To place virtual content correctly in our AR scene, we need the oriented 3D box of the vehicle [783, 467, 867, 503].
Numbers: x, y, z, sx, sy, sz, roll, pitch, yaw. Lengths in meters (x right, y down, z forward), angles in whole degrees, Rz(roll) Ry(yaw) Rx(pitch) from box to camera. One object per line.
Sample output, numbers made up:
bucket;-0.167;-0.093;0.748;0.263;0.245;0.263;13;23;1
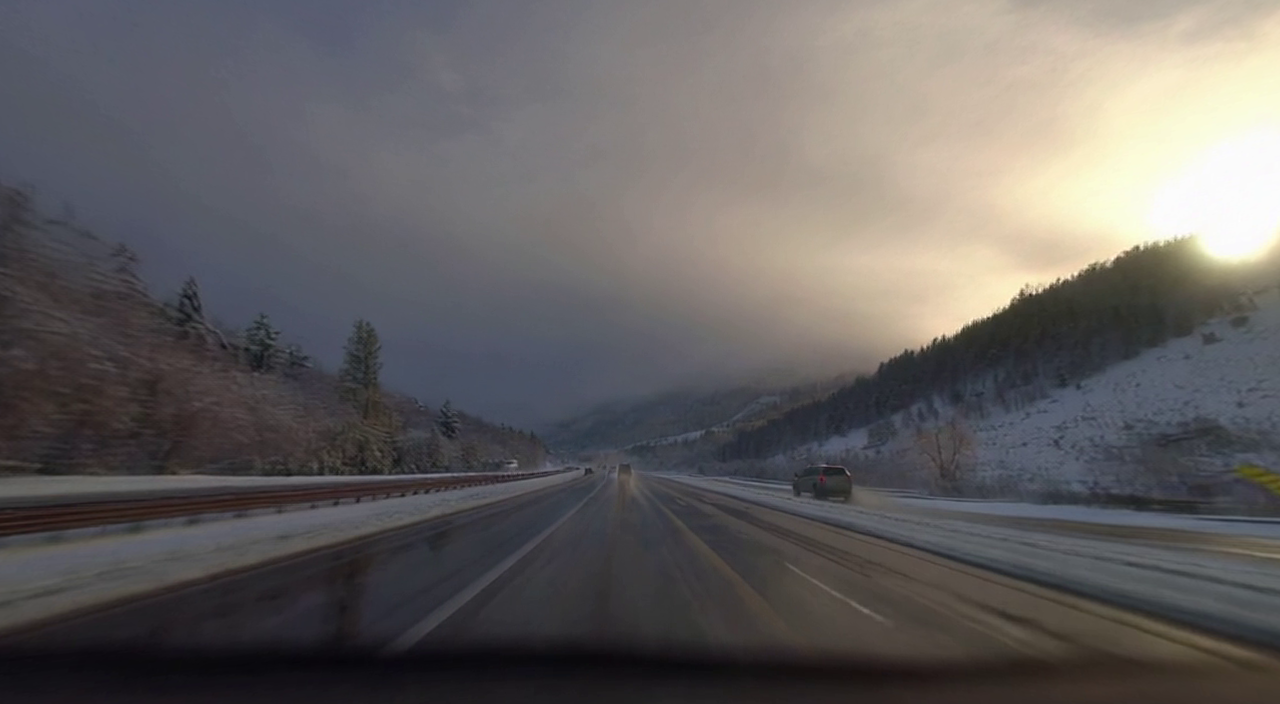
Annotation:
vehicle;9.637;6.964;33.258;2.089;1.770;4.571;4;-11;-15
